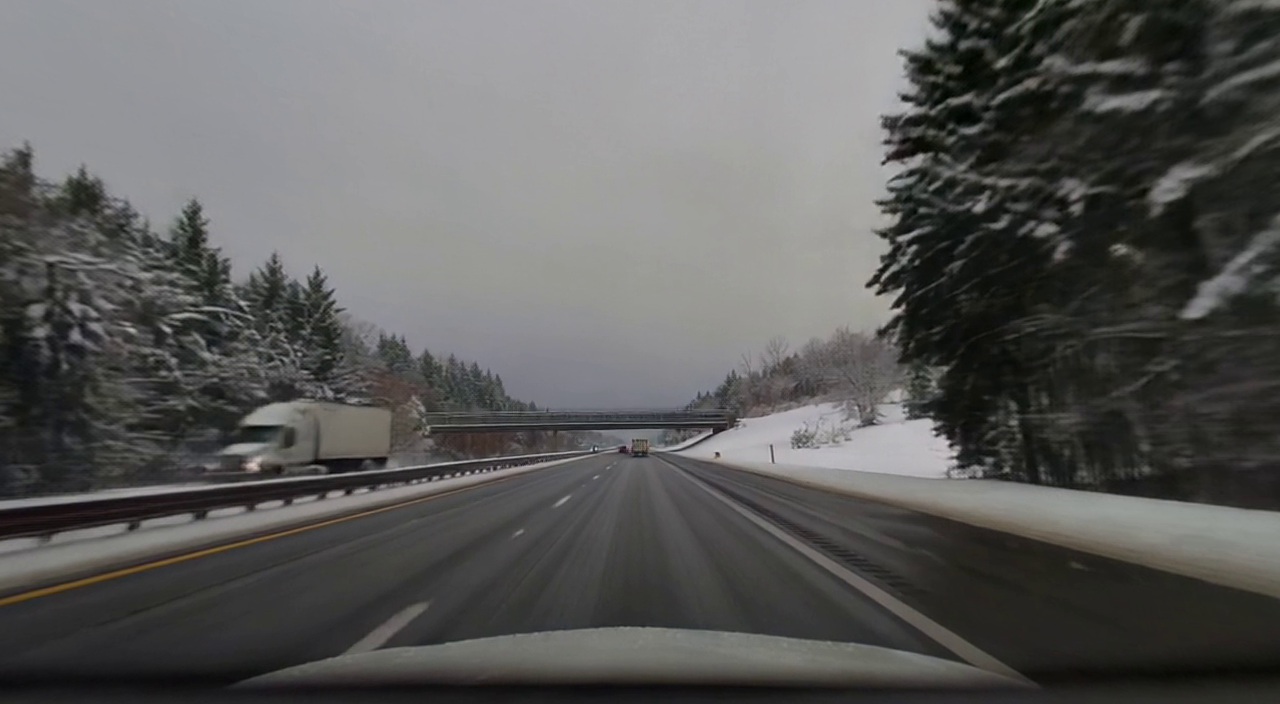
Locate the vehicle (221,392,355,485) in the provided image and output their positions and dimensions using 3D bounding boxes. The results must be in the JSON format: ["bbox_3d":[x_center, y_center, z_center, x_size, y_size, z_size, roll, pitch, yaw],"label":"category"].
[{"bbox_3d":[-16.642,4.198,30.415,3.007,3.979,5.840,0,-9,-1],"label":"vehicle"}]
